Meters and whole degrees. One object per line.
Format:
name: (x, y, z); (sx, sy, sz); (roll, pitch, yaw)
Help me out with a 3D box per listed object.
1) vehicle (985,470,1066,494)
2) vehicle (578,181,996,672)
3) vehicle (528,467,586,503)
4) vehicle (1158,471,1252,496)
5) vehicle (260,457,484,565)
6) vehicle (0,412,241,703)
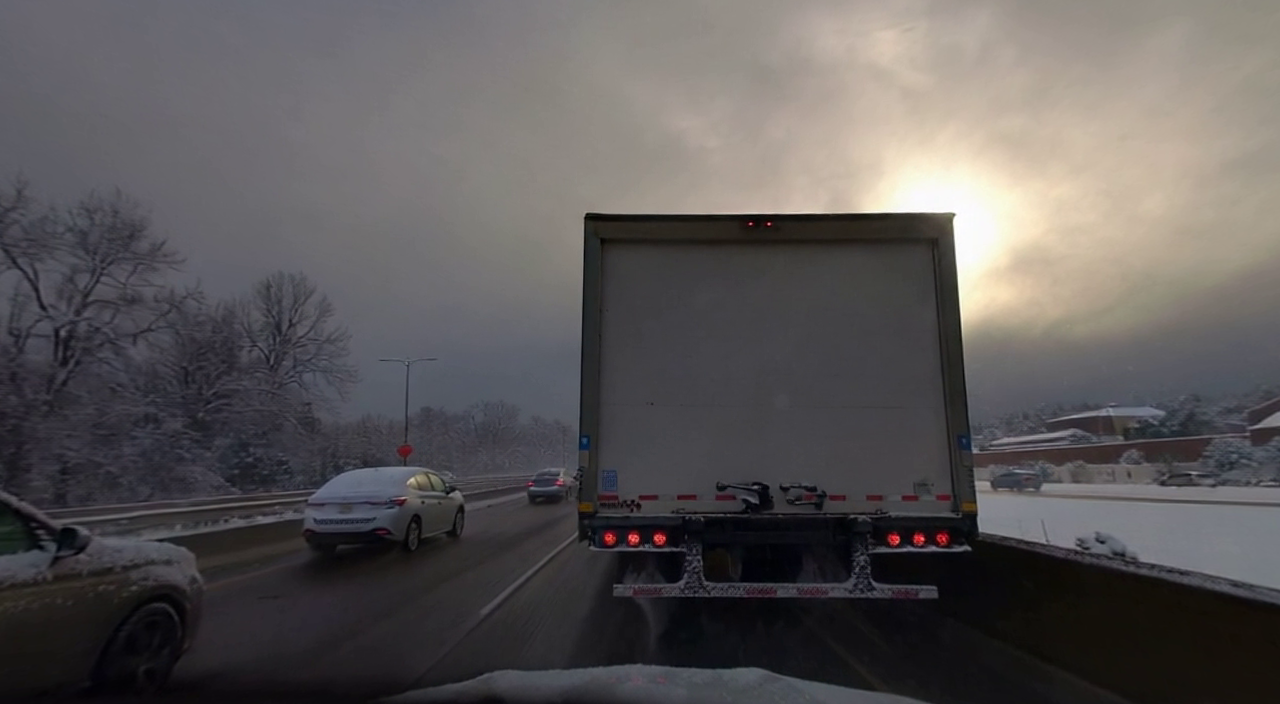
vehicle: (25.496, 8.623, 41.828); (4.299, 1.465, 1.807); (-4, -11, 23)
vehicle: (1.003, 1.213, 8.862); (2.831, 3.529, 8.689); (1, -11, 0)
vehicle: (-3.678, 5.999, 28.711); (1.964, 1.482, 4.371); (0, -11, 1)
vehicle: (35.409, 8.233, 39.581); (3.974, 1.485, 1.709); (-1, -11, 8)
vehicle: (-4.292, 2.637, 11.060); (1.946, 1.469, 4.431); (1, -11, 0)
vehicle: (-3.467, 0.802, 1.423); (1.983, 1.509, 4.679); (0, -11, 1)
